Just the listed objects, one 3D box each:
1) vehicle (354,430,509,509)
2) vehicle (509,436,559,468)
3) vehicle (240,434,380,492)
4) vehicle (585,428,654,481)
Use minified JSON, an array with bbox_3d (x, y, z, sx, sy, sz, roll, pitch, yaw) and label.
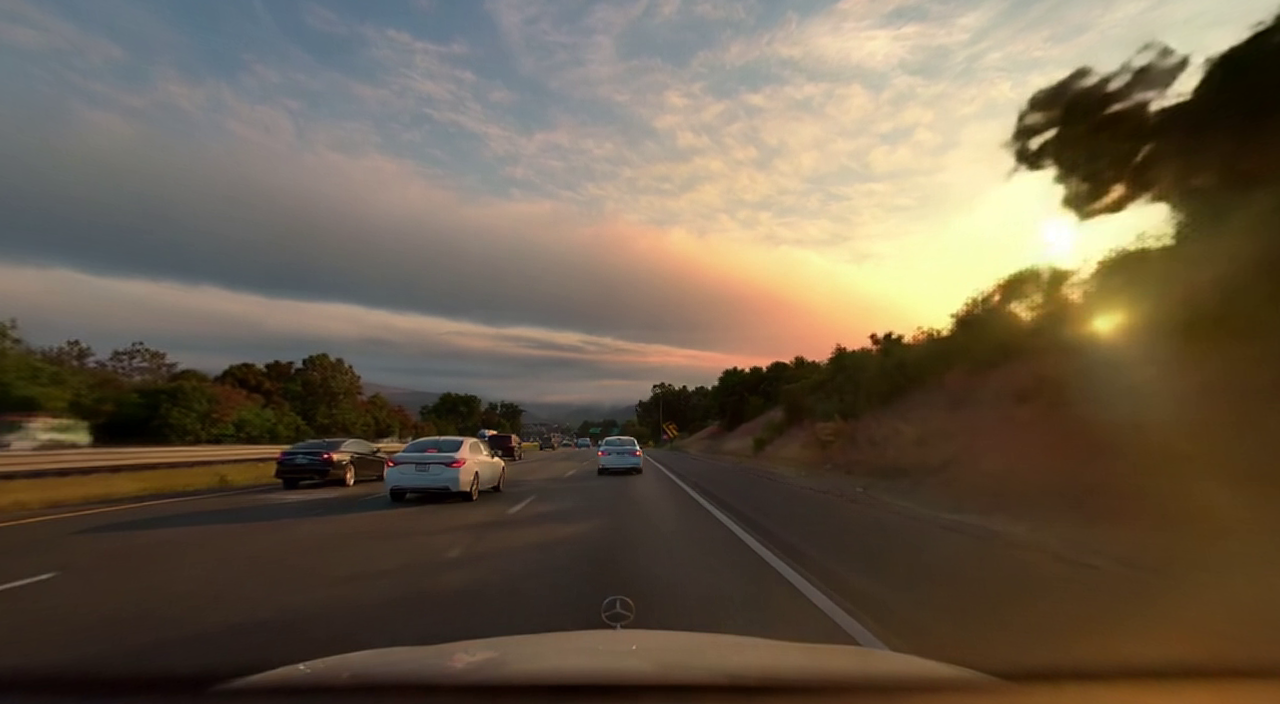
[{"bbox_3d":[-4.392,2.505,14.076,1.971,1.464,4.386,0,-8,0],"label":"vehicle"},{"bbox_3d":[-5.203,4.931,31.273,1.835,1.432,3.835,0,-8,0],"label":"vehicle"},{"bbox_3d":[-9.221,3.091,17.979,1.850,1.439,3.932,0,-8,0],"label":"vehicle"},{"bbox_3d":[-0.681,3.500,21.852,2.178,1.658,3.916,0,-8,-1],"label":"vehicle"}]
